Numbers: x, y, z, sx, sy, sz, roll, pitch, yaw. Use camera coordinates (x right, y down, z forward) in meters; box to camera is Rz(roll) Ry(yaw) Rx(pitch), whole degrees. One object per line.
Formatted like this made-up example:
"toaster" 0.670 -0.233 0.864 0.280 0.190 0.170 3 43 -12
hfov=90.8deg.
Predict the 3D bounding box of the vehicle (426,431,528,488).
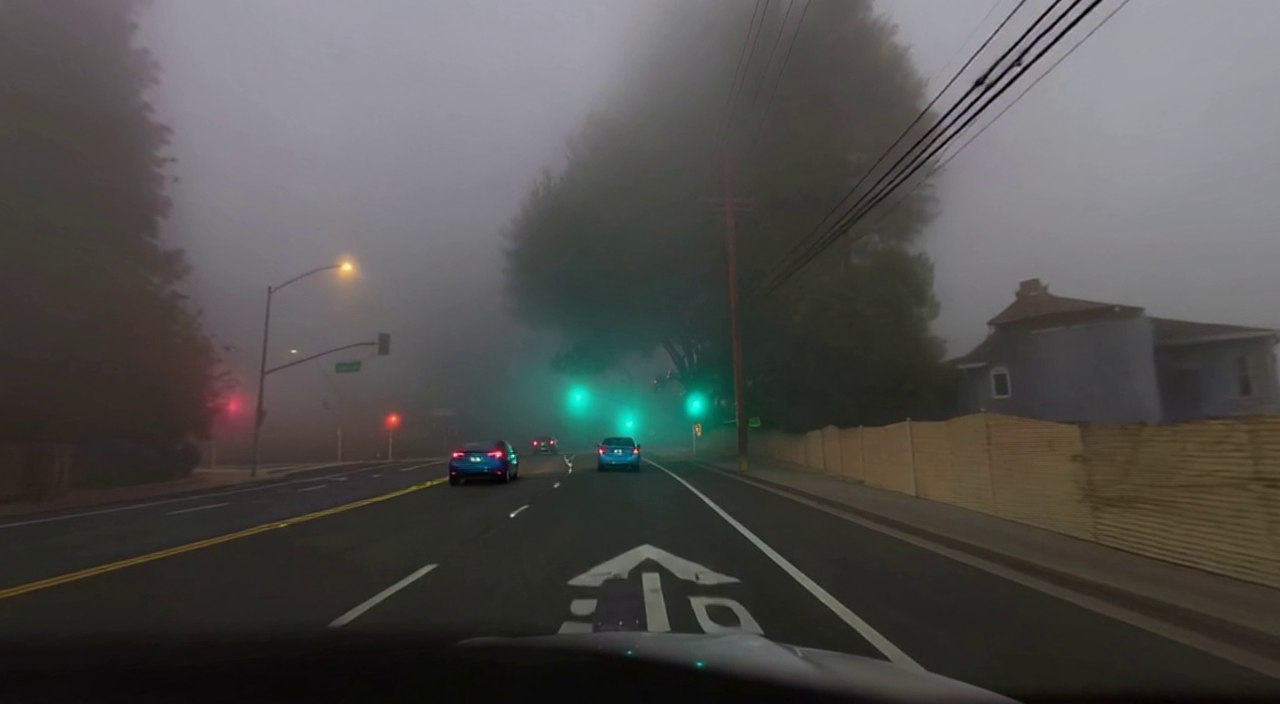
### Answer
"vehicle" -4.466 3.020 18.004 1.913 1.425 4.235 0 -9 -2

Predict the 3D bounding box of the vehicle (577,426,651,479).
"vehicle" -0.898 3.252 20.547 2.168 1.504 4.284 1 -9 -4

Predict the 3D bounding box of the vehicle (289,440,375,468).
"vehicle" -20.530 6.782 42.143 4.979 1.782 2.264 -3 -9 20
